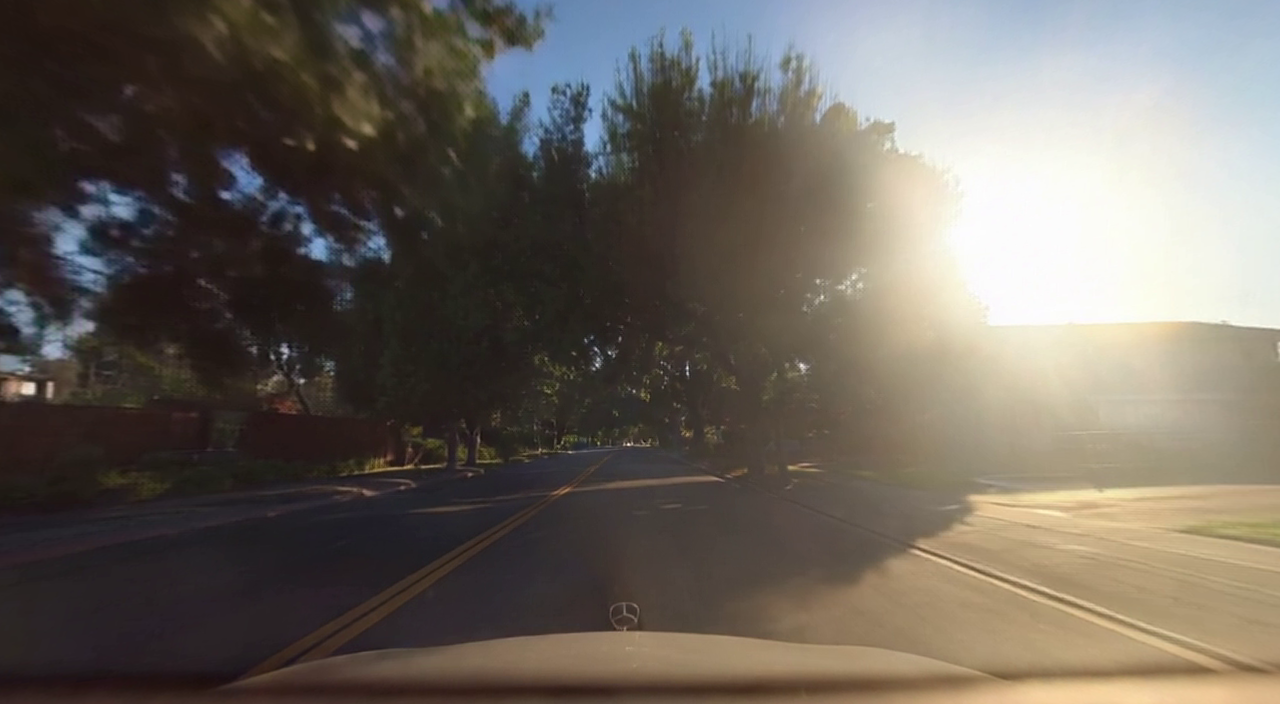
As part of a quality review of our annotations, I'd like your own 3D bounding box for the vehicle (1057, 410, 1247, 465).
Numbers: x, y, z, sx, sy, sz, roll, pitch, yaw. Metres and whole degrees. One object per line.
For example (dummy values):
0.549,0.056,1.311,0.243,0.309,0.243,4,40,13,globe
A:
17.136,2.898,21.258,4.562,1.736,2.092,0,-8,-1,vehicle
